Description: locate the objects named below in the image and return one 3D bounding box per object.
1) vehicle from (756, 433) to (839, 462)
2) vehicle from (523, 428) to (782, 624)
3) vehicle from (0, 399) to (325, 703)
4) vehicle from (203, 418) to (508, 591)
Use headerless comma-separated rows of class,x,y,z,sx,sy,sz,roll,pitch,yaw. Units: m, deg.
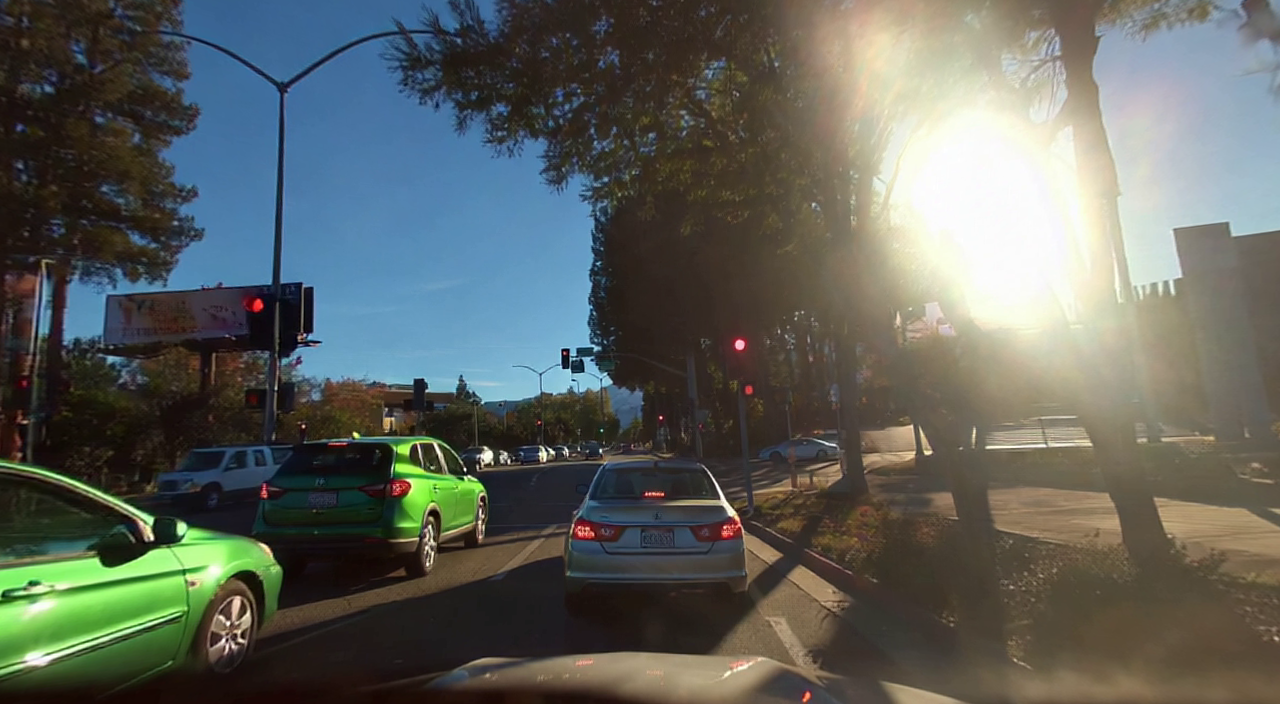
vehicle,8.457,5.139,33.850,4.165,1.462,1.914,-3,-9,17
vehicle,0.031,1.600,6.629,1.977,1.467,3.474,0,-9,-2
vehicle,-3.148,0.973,2.426,1.808,1.520,3.846,-1,-9,1
vehicle,-3.165,1.782,8.140,1.950,1.628,4.082,-1,-9,1
